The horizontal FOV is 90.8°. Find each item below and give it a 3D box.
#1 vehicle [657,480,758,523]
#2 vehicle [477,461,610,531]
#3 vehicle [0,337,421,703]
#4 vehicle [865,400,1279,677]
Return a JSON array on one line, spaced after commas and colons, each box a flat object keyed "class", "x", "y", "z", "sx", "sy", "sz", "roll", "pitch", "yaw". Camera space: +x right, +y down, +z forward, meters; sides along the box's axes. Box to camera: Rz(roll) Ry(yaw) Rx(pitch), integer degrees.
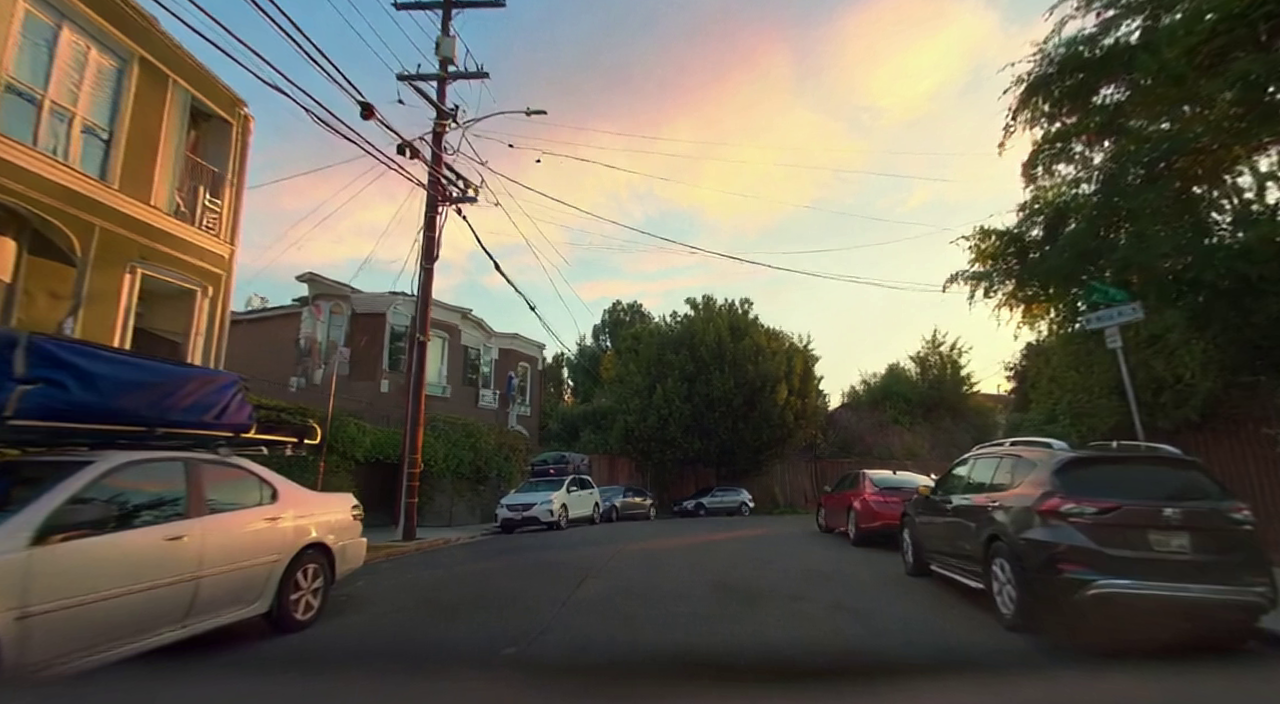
[{"class": "vehicle", "x": 3.098, "y": 6.742, "z": 28.776, "sx": 4.217, "sy": 1.547, "sz": 2.082, "roll": 6, "pitch": -10, "yaw": -33}, {"class": "vehicle", "x": -2.559, "y": 4.090, "z": 18.415, "sx": 2.247, "sy": 1.702, "sz": 5.043, "roll": -2, "pitch": -11, "yaw": 10}, {"class": "vehicle", "x": -3.570, "y": 0.994, "z": 3.739, "sx": 2.195, "sy": 1.797, "sz": 5.890, "roll": 0, "pitch": -7, "yaw": 3}, {"class": "vehicle", "x": 4.125, "y": 1.614, "z": 6.775, "sx": 1.899, "sy": 1.877, "sz": 4.668, "roll": 1, "pitch": -8, "yaw": 3}]
